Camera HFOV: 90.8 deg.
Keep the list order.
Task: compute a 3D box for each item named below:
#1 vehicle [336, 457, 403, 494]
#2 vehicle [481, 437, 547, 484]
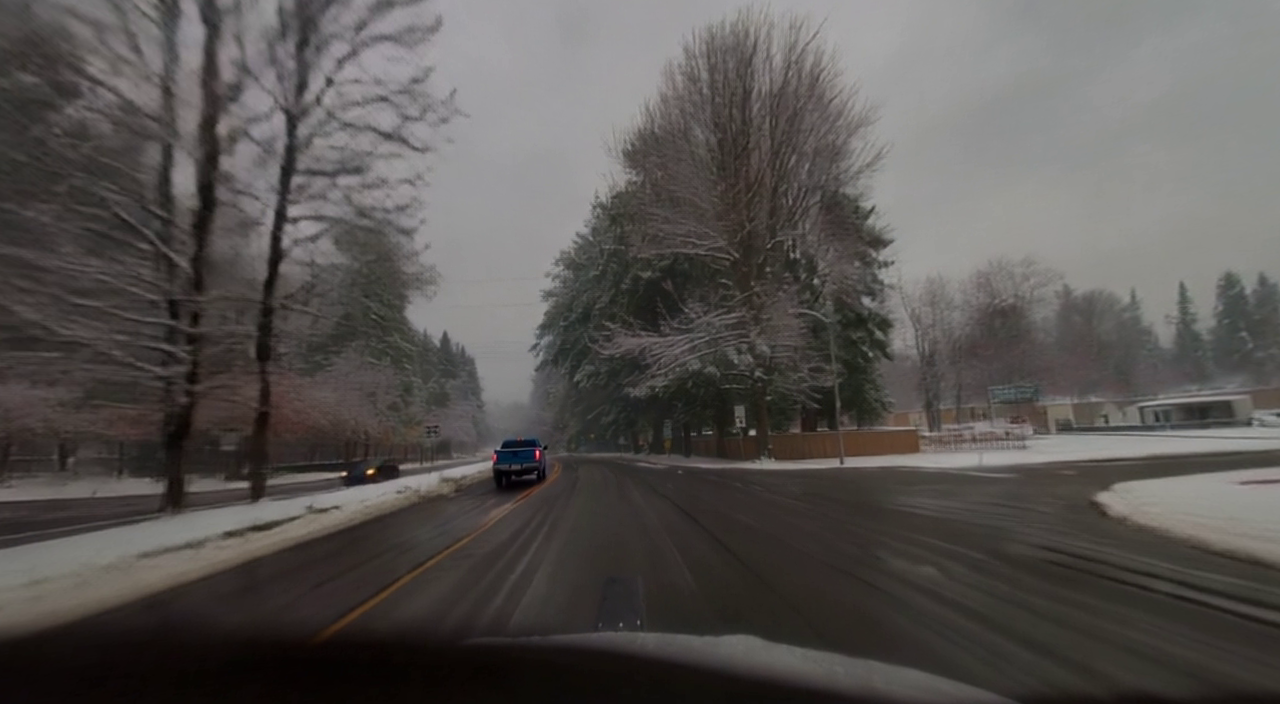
[{"bbox_3d":[-13.417,6.103,31.595,1.883,1.632,4.024,0,-9,-5],"label":"vehicle"},{"bbox_3d":[-5.614,4.925,29.086,2.267,1.849,6.402,0,-9,-5],"label":"vehicle"}]
